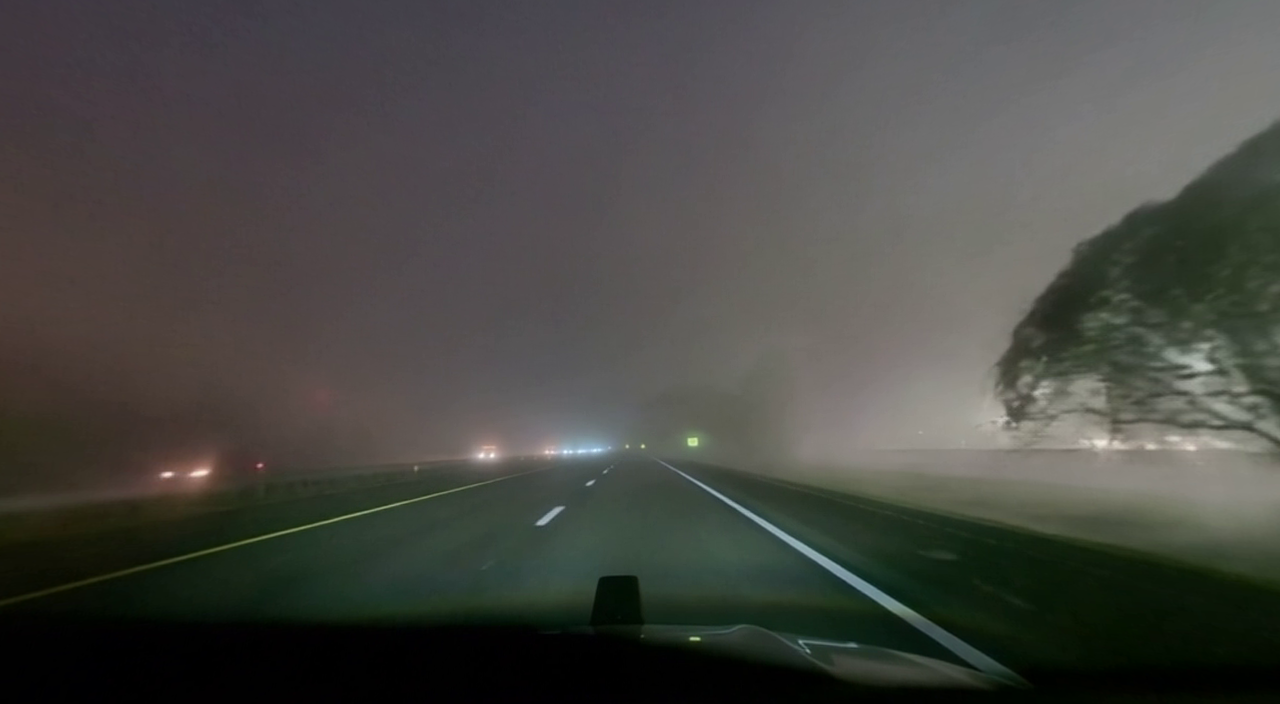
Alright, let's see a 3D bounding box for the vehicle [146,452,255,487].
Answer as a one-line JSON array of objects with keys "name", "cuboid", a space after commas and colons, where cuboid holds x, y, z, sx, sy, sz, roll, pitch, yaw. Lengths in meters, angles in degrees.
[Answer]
[{"name": "vehicle", "cuboid": [-23.225, 6.195, 33.555, 1.971, 1.668, 5.118, 0, -9, 2]}]
